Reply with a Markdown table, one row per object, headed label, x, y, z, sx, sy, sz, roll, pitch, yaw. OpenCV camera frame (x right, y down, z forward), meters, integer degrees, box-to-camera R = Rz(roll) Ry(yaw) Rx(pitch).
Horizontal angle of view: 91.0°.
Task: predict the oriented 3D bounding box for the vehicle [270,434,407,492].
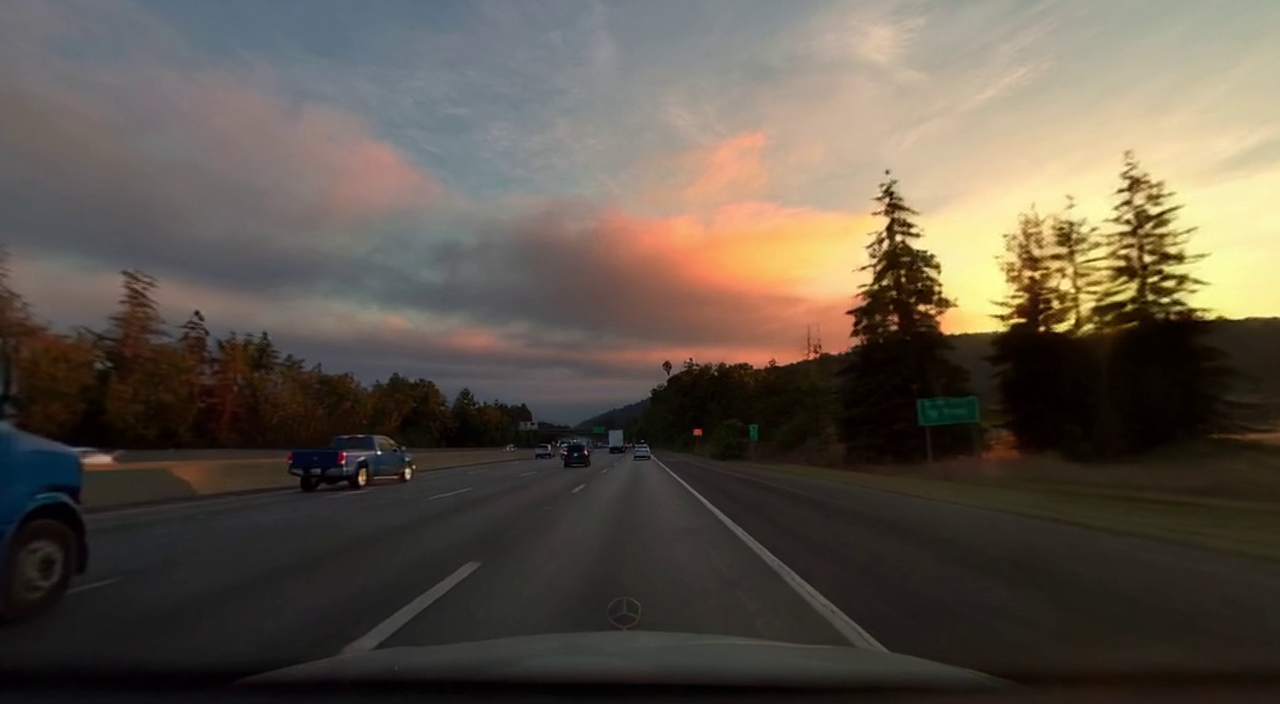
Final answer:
| label | x | y | z | sx | sy | sz | roll | pitch | yaw |
| --- | --- | --- | --- | --- | --- | --- | --- | --- | --- |
| vehicle | -10.264 | 3.825 | 22.072 | 2.146 | 1.764 | 5.510 | 0 | -9 | -1 |

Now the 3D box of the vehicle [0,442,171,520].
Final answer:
| label | x | y | z | sx | sy | sz | roll | pitch | yaw |
| --- | --- | --- | --- | --- | --- | --- | --- | --- | --- |
| vehicle | -13.789 | 2.954 | 14.969 | 1.899 | 1.565 | 4.358 | 0 | -9 | 0 |

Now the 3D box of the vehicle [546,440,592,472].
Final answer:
| label | x | y | z | sx | sy | sz | roll | pitch | yaw |
| --- | --- | --- | --- | --- | --- | --- | --- | --- | --- |
| vehicle | -4.003 | 5.945 | 36.078 | 2.094 | 1.695 | 4.260 | 0 | -9 | 1 |
